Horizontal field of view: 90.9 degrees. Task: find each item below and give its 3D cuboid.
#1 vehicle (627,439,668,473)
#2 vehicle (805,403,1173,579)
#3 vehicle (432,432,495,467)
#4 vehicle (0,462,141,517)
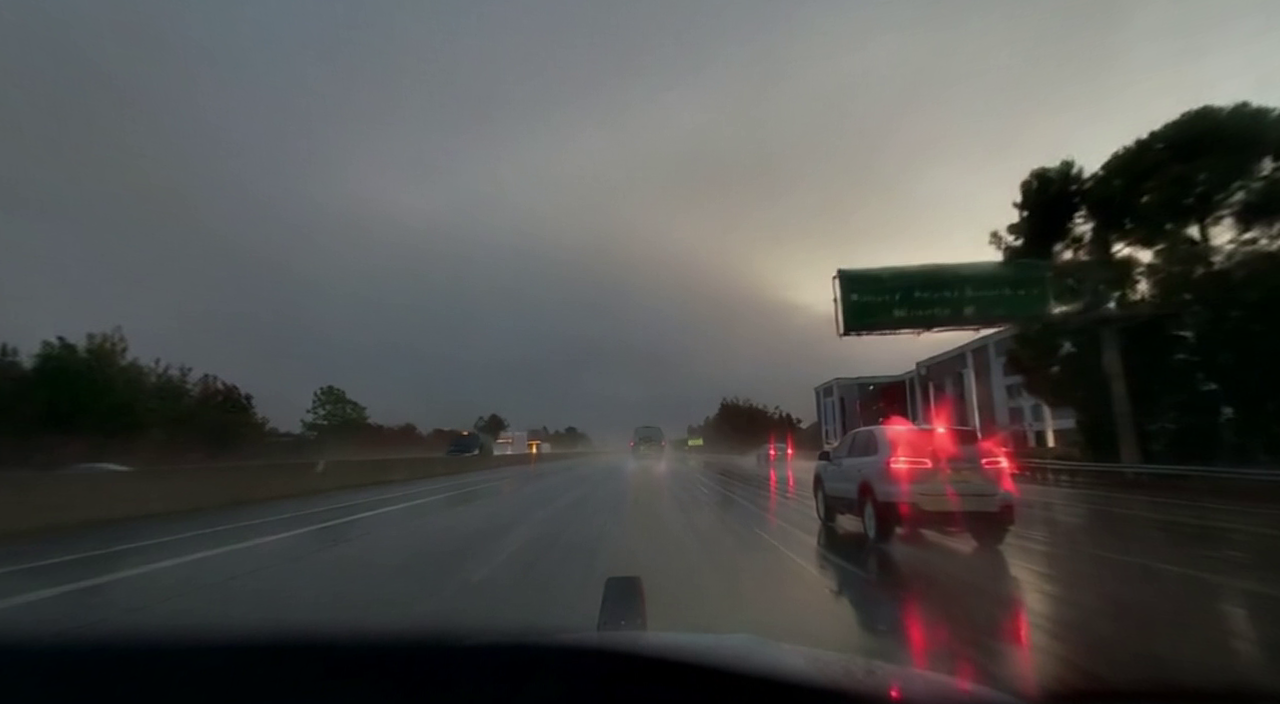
[{"bbox_3d":[0.394,5.433,32.995,2.015,1.639,4.086,0,-9,0],"label":"vehicle"},{"bbox_3d":[3.863,1.670,8.359,2.008,1.595,5.082,0,-9,1],"label":"vehicle"},{"bbox_3d":[-11.925,6.692,43.115,2.304,2.203,6.144,-1,-9,3],"label":"vehicle"},{"bbox_3d":[-19.201,4.368,20.537,1.889,1.486,4.749,0,-9,1],"label":"vehicle"}]
